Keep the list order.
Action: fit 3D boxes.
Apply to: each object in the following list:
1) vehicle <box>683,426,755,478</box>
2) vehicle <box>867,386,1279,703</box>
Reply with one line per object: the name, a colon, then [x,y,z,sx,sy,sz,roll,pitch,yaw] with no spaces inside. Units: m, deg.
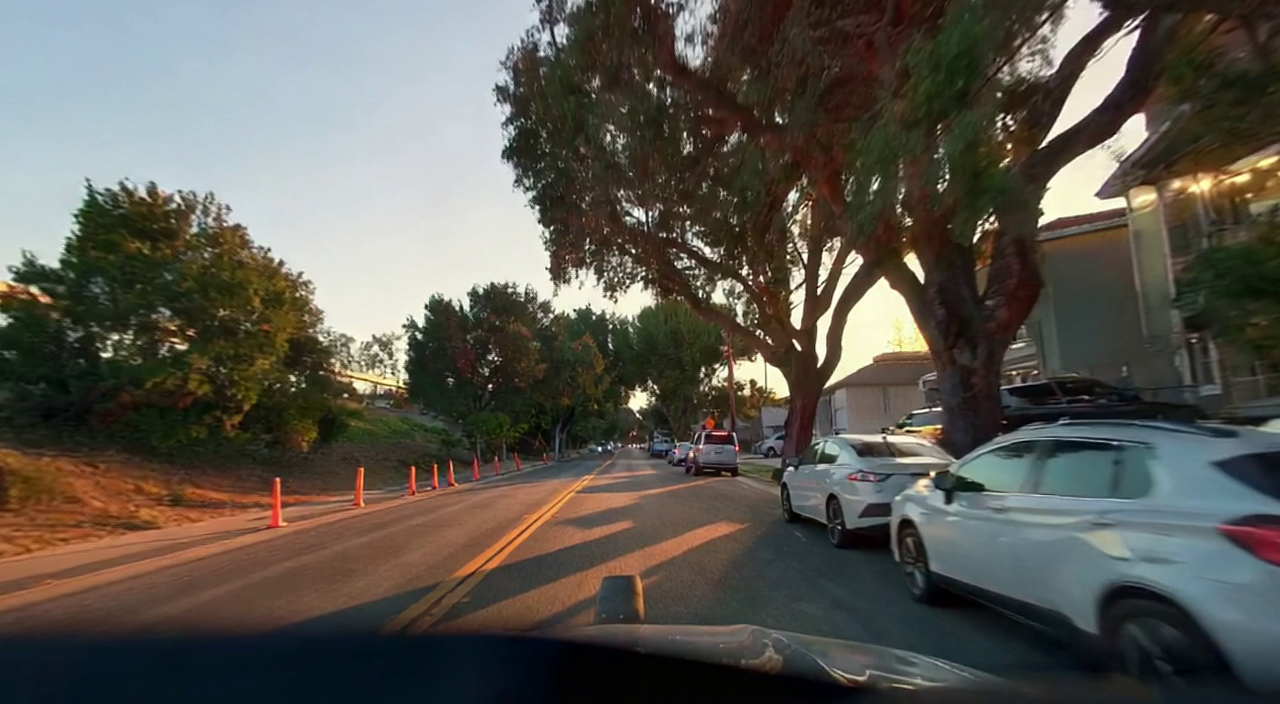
vehicle: [3.145,4.153,26.329,2.293,1.957,4.934,0,-9,0]
vehicle: [3.282,1.122,3.811,2.019,1.517,4.434,0,-9,-2]
